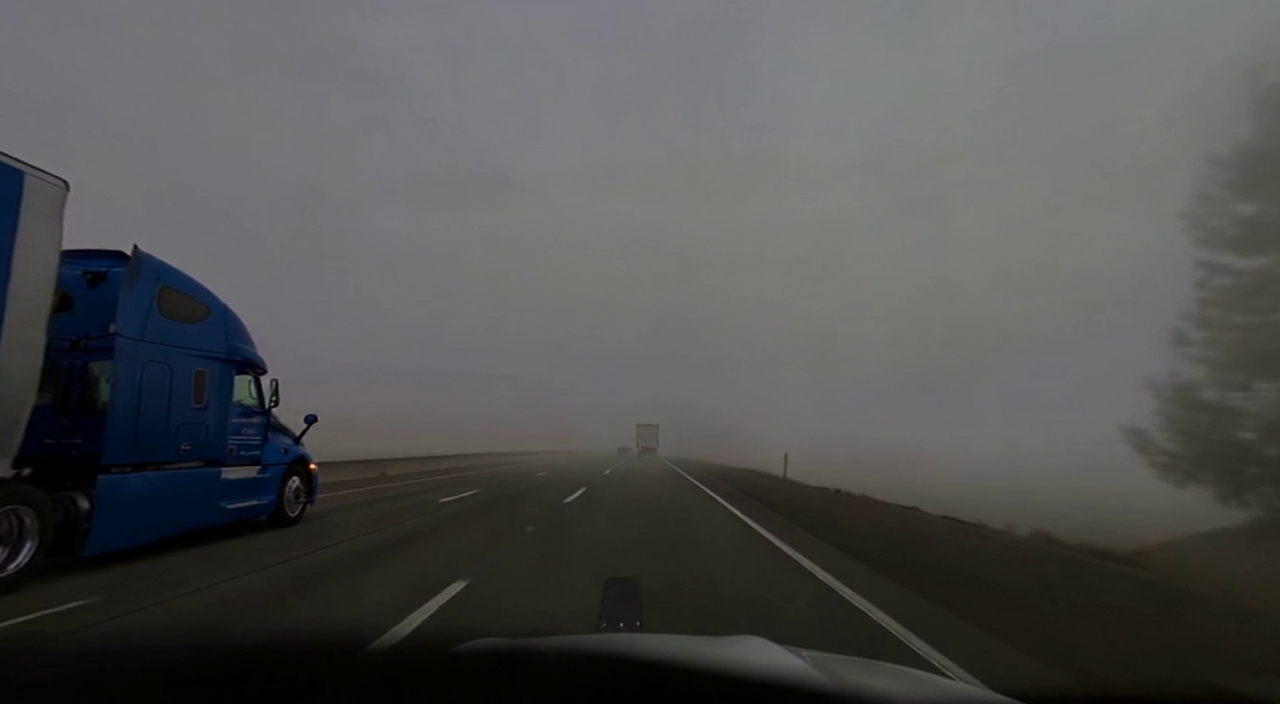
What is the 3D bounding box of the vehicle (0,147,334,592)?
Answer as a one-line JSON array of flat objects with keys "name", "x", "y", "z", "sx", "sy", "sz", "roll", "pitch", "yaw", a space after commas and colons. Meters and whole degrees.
[{"name": "vehicle", "x": -7.192, "y": 0.352, "z": 6.933, "sx": 2.996, "sy": 3.947, "sz": 8.600, "roll": 0, "pitch": -9, "yaw": 2}]
